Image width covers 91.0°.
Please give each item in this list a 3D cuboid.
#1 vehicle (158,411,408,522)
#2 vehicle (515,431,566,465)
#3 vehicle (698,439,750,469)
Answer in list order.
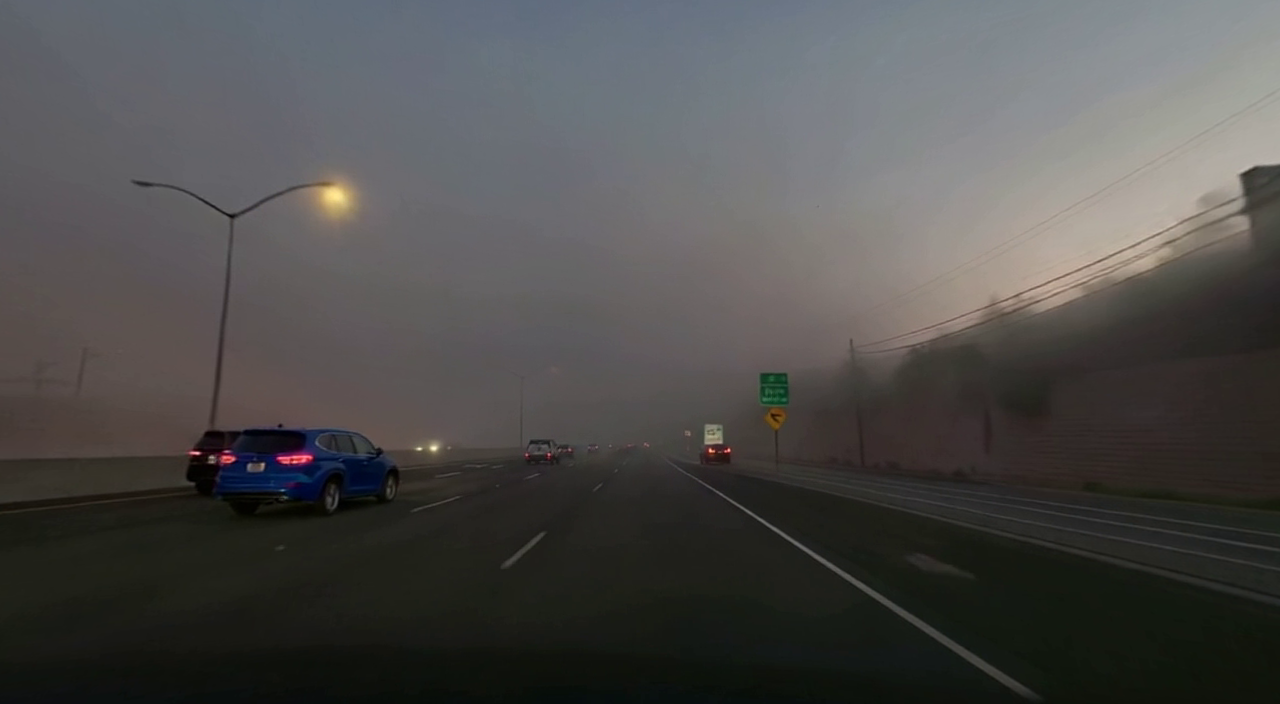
[{"bbox_3d":[-6.400,2.113,12.112,2.058,1.698,4.567,0,-9,1],"label":"vehicle"},{"bbox_3d":[-6.046,5.936,38.925,2.255,1.934,4.868,0,-9,1],"label":"vehicle"},{"bbox_3d":[4.635,5.709,35.331,2.251,1.520,4.550,0,-9,0],"label":"vehicle"}]
